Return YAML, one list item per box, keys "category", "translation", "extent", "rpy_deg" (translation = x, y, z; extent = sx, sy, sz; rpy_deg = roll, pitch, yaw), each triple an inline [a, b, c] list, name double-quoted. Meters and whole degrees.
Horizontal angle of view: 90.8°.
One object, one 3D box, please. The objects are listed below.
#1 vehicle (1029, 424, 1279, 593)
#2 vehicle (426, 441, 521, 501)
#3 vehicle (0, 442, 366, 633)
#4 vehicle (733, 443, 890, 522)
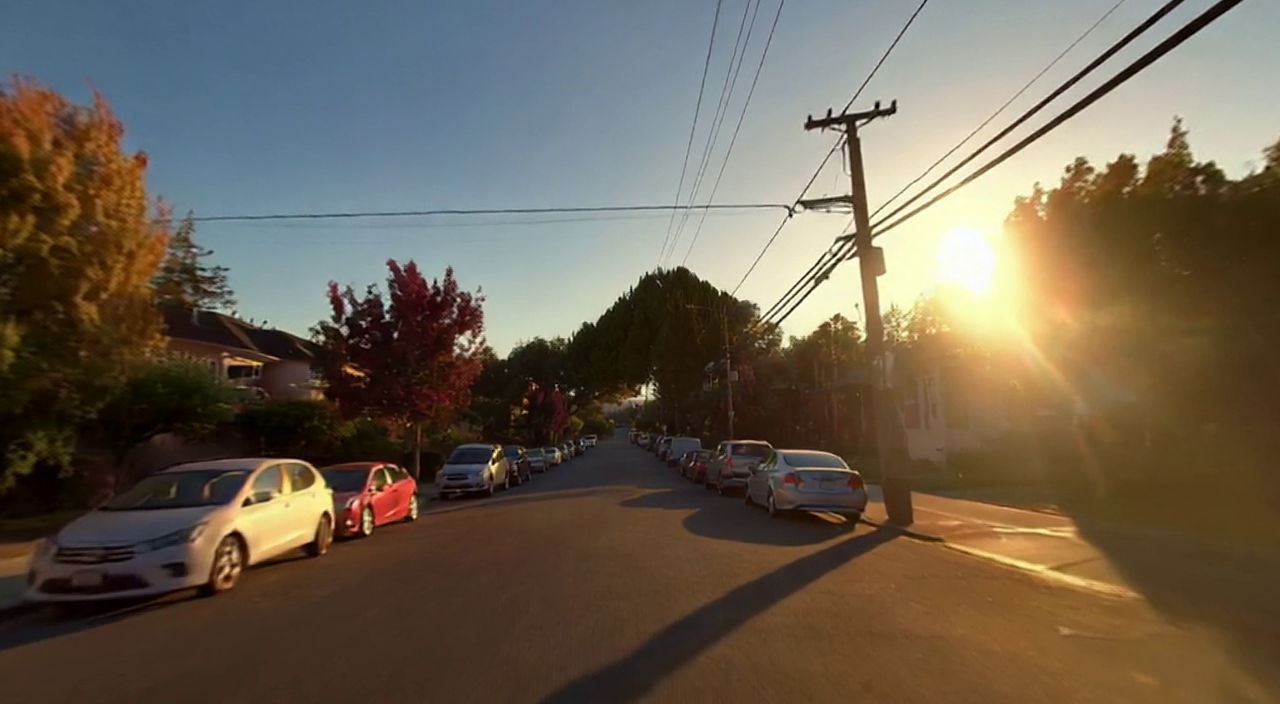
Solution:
- category: "vehicle"
  translation: [7.211, 1.583, 6.875]
  extent: [4.546, 1.537, 2.076]
  rpy_deg: [0, -8, 1]
- category: "vehicle"
  translation: [-6.084, 4.372, 23.956]
  extent: [2.184, 1.958, 5.757]
  rpy_deg: [0, -8, -1]
- category: "vehicle"
  translation: [-5.429, 2.022, 8.057]
  extent: [2.032, 1.716, 4.382]
  rpy_deg: [0, -8, -2]
- category: "vehicle"
  translation: [3.711, 2.901, 14.785]
  extent: [2.174, 1.504, 4.809]
  rpy_deg: [0, -8, -2]
